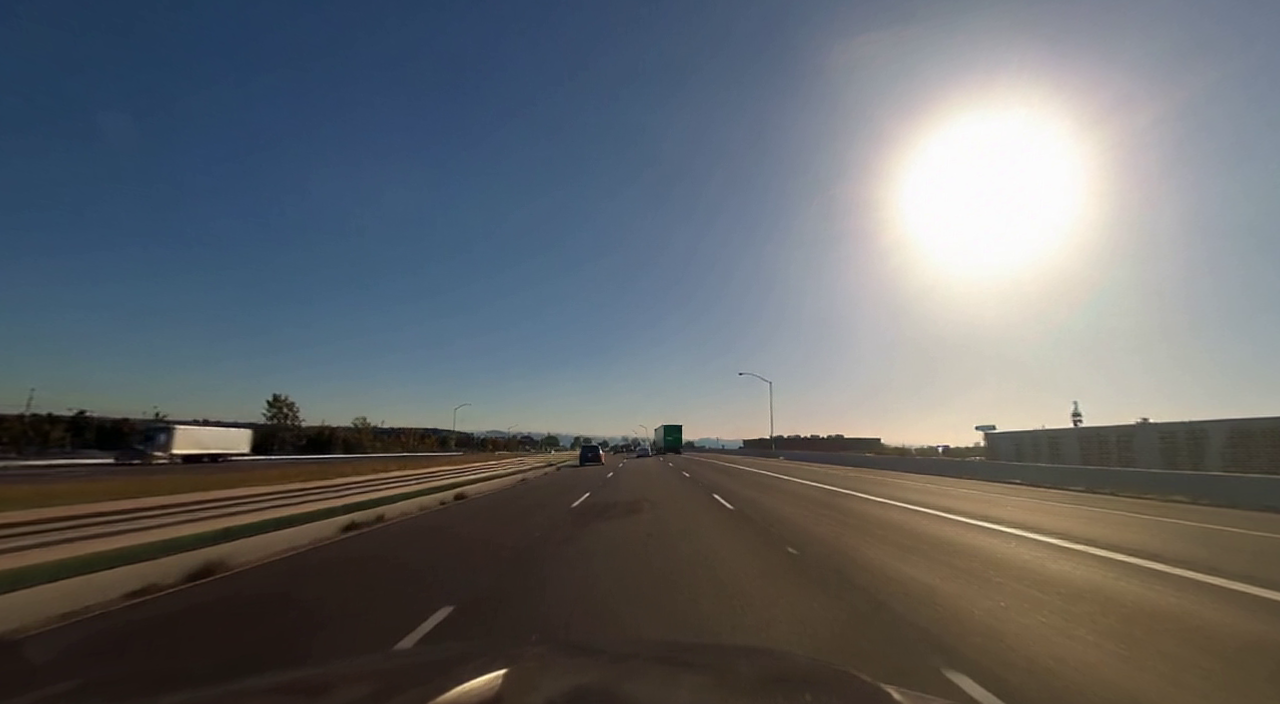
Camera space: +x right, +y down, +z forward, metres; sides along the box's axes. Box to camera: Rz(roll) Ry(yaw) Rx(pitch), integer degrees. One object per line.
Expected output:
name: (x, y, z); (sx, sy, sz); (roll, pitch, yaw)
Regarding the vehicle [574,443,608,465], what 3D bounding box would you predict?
vehicle: (-3.649, 7.676, 47.597); (2.113, 1.548, 4.532); (0, -8, 2)
